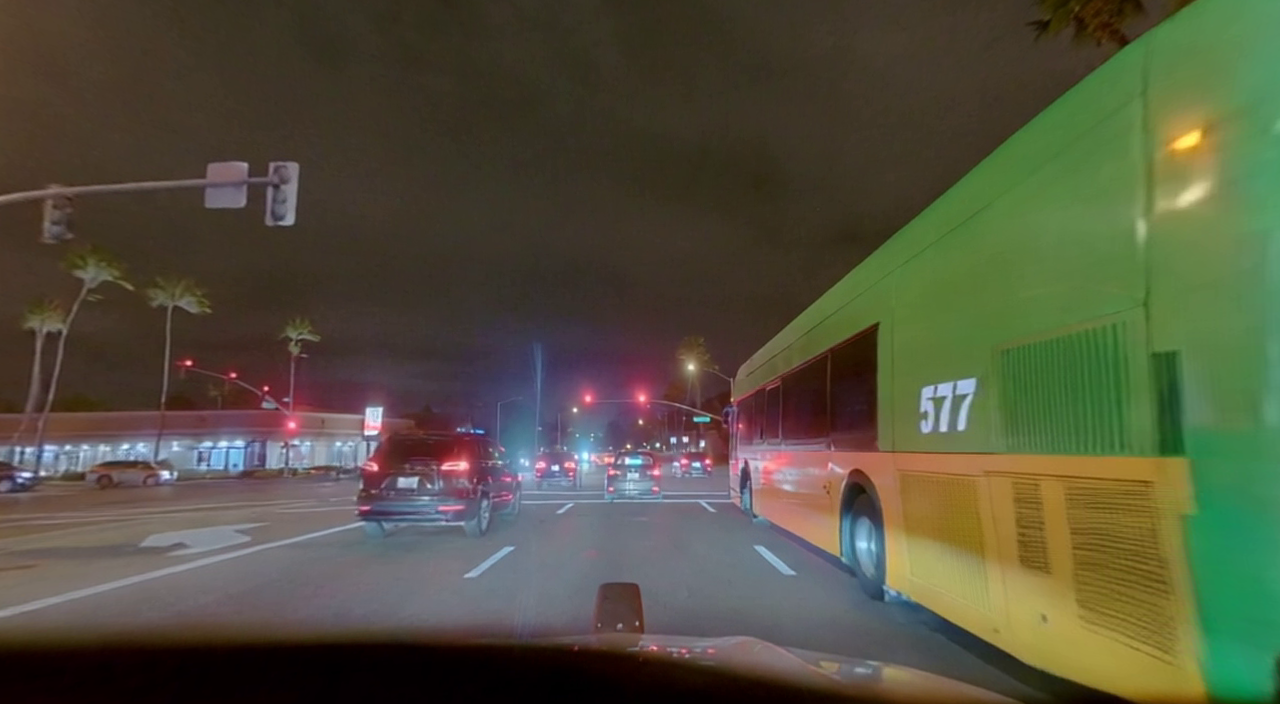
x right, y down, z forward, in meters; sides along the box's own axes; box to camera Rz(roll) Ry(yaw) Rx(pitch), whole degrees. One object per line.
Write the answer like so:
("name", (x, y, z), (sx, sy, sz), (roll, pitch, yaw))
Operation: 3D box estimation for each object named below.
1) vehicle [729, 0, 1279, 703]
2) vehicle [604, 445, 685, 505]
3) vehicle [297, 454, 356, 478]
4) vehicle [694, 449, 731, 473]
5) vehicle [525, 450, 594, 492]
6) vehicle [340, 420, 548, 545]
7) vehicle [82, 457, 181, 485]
("vehicle", (3.842, 0.817, 9.721), (3.068, 4.026, 13.534), (0, -9, 0))
("vehicle", (0.158, 3.429, 17.989), (2.060, 1.499, 3.831), (0, -9, 1))
("vehicle", (-23.325, 8.446, 46.960), (4.679, 1.679, 1.899), (-7, -11, 37))
("vehicle", (4.709, 7.163, 41.603), (1.989, 1.467, 4.364), (0, -9, 1))
("vehicle", (-2.938, 4.435, 23.902), (1.919, 1.415, 4.178), (-1, -9, 2))
("vehicle", (-3.263, 2.315, 11.881), (2.145, 1.824, 4.974), (-1, -9, 2))
("vehicle", (-34.699, 8.146, 43.246), (4.872, 1.622, 2.022), (-1, -9, -7))
